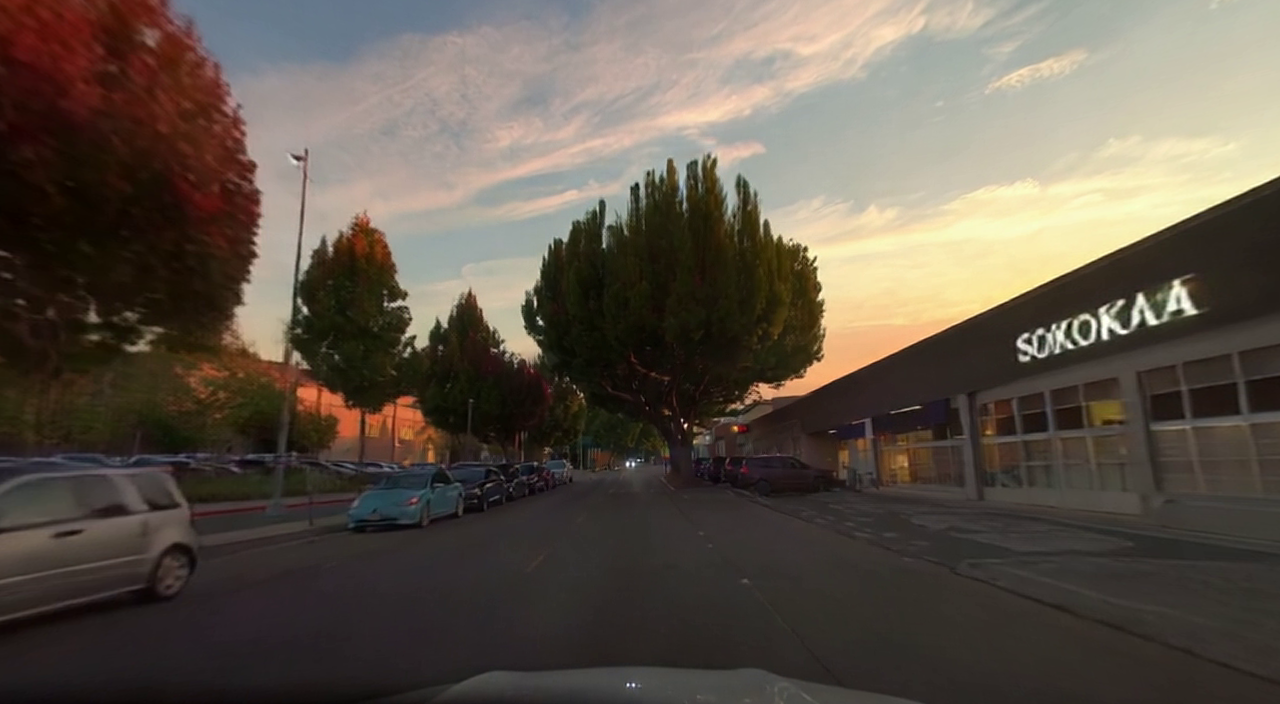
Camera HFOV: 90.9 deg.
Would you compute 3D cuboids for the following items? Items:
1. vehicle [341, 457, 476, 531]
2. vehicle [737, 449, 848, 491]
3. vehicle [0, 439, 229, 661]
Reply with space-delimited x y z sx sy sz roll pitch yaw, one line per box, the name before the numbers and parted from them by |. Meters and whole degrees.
vehicle | -5.792 3.628 16.455 1.832 1.623 4.424 1 -11 0
vehicle | 6.385 5.030 26.793 4.193 1.665 1.924 1 -11 -2
vehicle | -5.826 1.618 5.366 1.777 1.687 4.116 0 -11 0
